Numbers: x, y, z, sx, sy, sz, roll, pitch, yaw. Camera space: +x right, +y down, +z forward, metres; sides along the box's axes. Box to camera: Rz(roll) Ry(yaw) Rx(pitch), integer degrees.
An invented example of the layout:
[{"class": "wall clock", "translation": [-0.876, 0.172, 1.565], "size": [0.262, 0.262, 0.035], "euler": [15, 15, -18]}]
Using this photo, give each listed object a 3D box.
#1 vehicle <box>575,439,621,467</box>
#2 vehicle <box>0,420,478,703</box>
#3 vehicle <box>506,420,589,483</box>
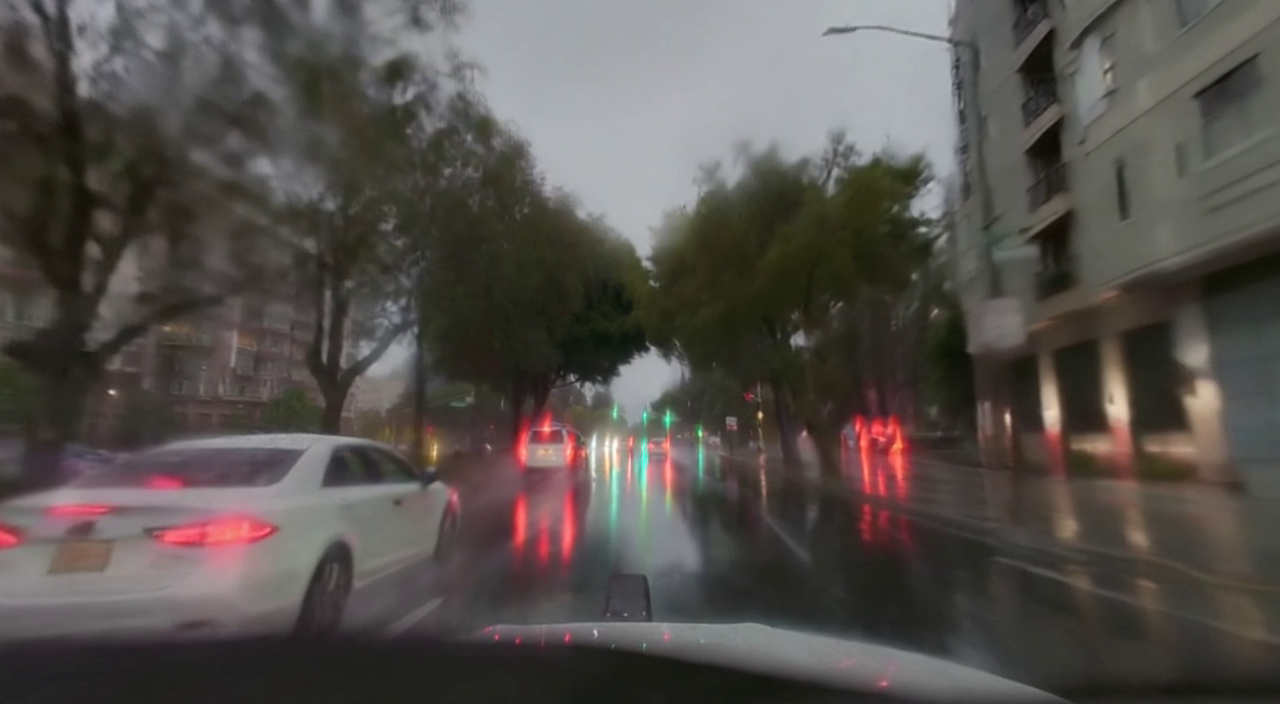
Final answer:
[{"class": "vehicle", "translation": [-2.324, 5.793, 36.251], "size": [2.246, 1.481, 4.146], "euler": [0, -8, 1]}, {"class": "vehicle", "translation": [-2.850, 1.327, 4.939], "size": [1.959, 1.406, 4.272], "euler": [0, -8, 1]}, {"class": "vehicle", "translation": [-3.151, 3.521, 22.505], "size": [2.152, 1.987, 4.527], "euler": [0, -8, 2]}]
